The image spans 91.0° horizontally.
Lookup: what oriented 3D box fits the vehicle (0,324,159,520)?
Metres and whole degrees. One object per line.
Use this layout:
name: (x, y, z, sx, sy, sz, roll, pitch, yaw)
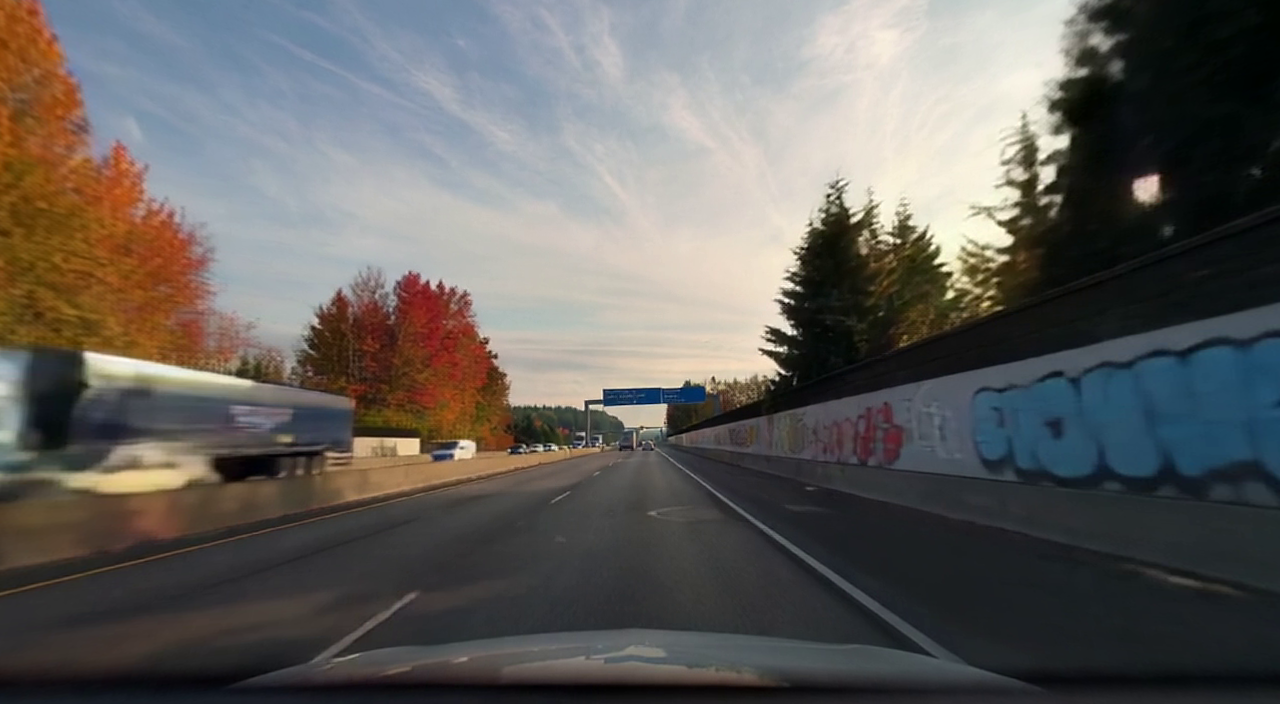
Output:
vehicle: (-15.165, 1.661, 14.574, 3.033, 4.136, 5.972, 1, -8, 0)
